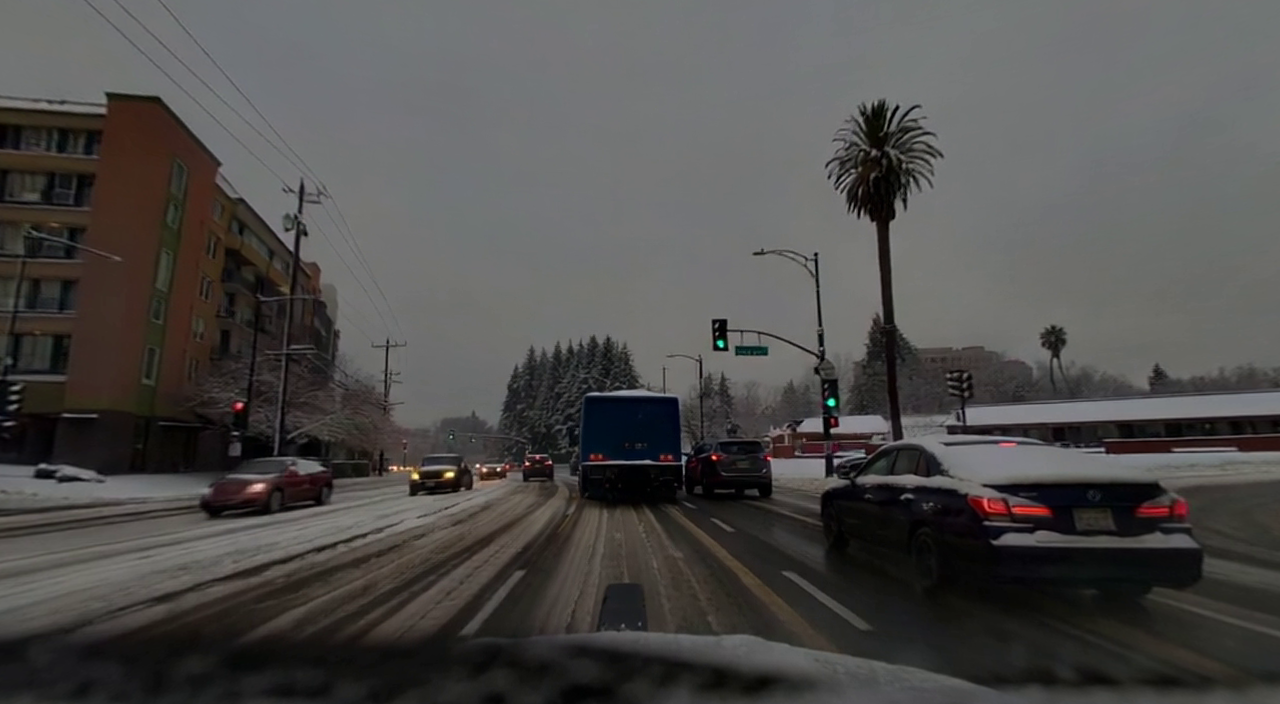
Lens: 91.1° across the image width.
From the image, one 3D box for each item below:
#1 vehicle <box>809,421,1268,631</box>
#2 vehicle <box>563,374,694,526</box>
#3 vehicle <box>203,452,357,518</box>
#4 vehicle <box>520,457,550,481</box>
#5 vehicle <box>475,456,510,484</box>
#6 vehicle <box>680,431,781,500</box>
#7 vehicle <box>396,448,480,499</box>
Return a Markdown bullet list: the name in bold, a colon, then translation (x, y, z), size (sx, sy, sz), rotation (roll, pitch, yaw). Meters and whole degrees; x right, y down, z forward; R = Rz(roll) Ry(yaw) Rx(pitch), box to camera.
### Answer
- **vehicle**: translation (3.543, 1.607, 6.952), size (1.978, 1.507, 4.636), rotation (0, -8, -1)
- **vehicle**: translation (-0.485, 2.338, 15.352), size (2.517, 2.926, 6.177), rotation (1, -8, -5)
- **vehicle**: translation (-9.750, 3.584, 17.454), size (1.983, 1.543, 4.188), rotation (0, -8, -4)
- **vehicle**: translation (-7.747, 8.546, 46.138), size (2.033, 1.555, 4.408), rotation (1, -9, -10)
- **vehicle**: translation (-9.281, 7.436, 39.798), size (1.801, 1.524, 3.974), rotation (1, -8, -9)
- **vehicle**: translation (2.775, 3.660, 20.826), size (2.157, 1.944, 5.423), rotation (1, -8, -5)
- **vehicle**: translation (-6.834, 4.112, 21.694), size (1.810, 1.546, 3.981), rotation (0, -8, -4)
